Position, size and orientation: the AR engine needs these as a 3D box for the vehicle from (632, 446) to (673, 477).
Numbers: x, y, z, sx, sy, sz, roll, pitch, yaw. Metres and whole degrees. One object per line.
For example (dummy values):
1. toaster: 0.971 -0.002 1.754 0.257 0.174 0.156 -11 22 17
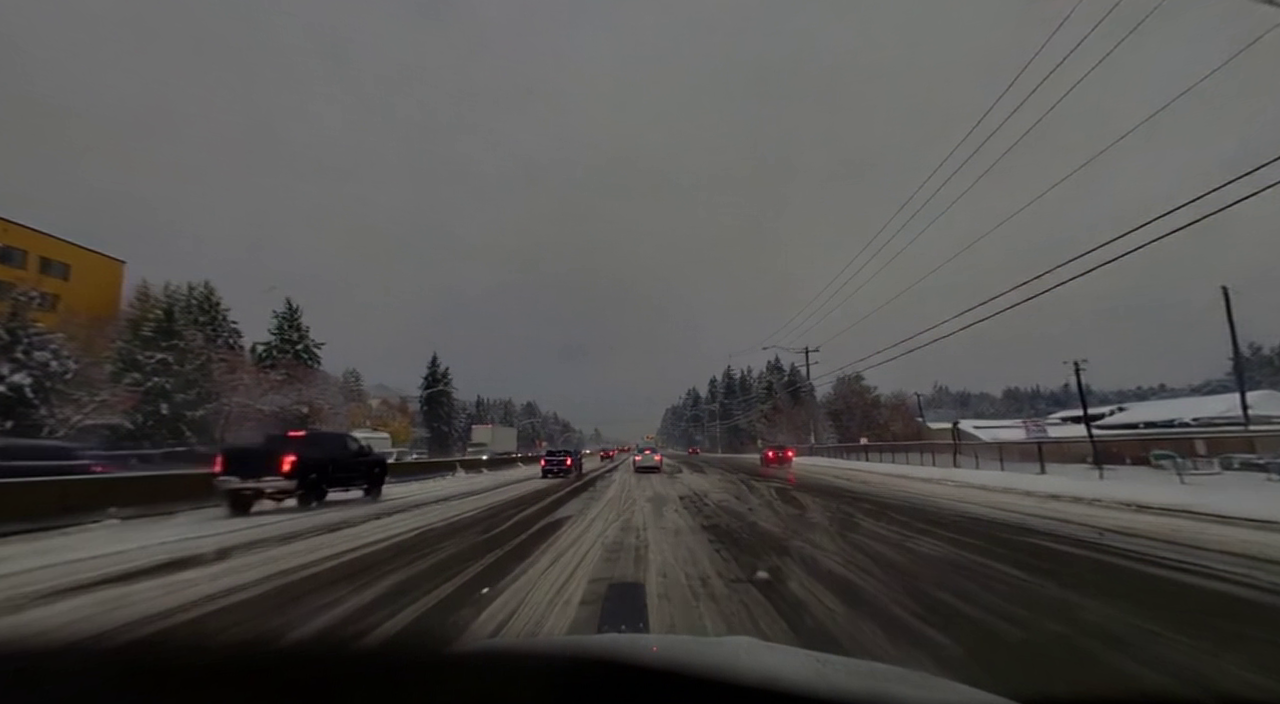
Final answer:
1. vehicle: 0.660 5.952 34.518 2.107 1.538 3.999 -1 -8 1

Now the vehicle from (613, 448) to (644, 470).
1. vehicle: -0.823 8.094 47.938 2.034 1.466 4.363 -1 -8 3

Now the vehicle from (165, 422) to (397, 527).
1. vehicle: -7.335 2.524 13.678 2.106 1.827 4.814 -1 -8 1

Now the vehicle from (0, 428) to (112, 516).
1. vehicle: -12.568 2.160 11.290 2.037 1.574 4.757 -1 -8 1

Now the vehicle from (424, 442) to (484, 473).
1. vehicle: -12.739 7.238 43.622 2.283 1.915 5.774 -1 -8 2

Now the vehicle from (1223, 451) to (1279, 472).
1. vehicle: 44.399 7.832 45.040 3.496 1.398 1.873 -1 -9 1

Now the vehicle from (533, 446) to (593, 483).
1. vehicle: -3.400 5.049 28.741 2.059 1.508 4.662 -1 -8 2
